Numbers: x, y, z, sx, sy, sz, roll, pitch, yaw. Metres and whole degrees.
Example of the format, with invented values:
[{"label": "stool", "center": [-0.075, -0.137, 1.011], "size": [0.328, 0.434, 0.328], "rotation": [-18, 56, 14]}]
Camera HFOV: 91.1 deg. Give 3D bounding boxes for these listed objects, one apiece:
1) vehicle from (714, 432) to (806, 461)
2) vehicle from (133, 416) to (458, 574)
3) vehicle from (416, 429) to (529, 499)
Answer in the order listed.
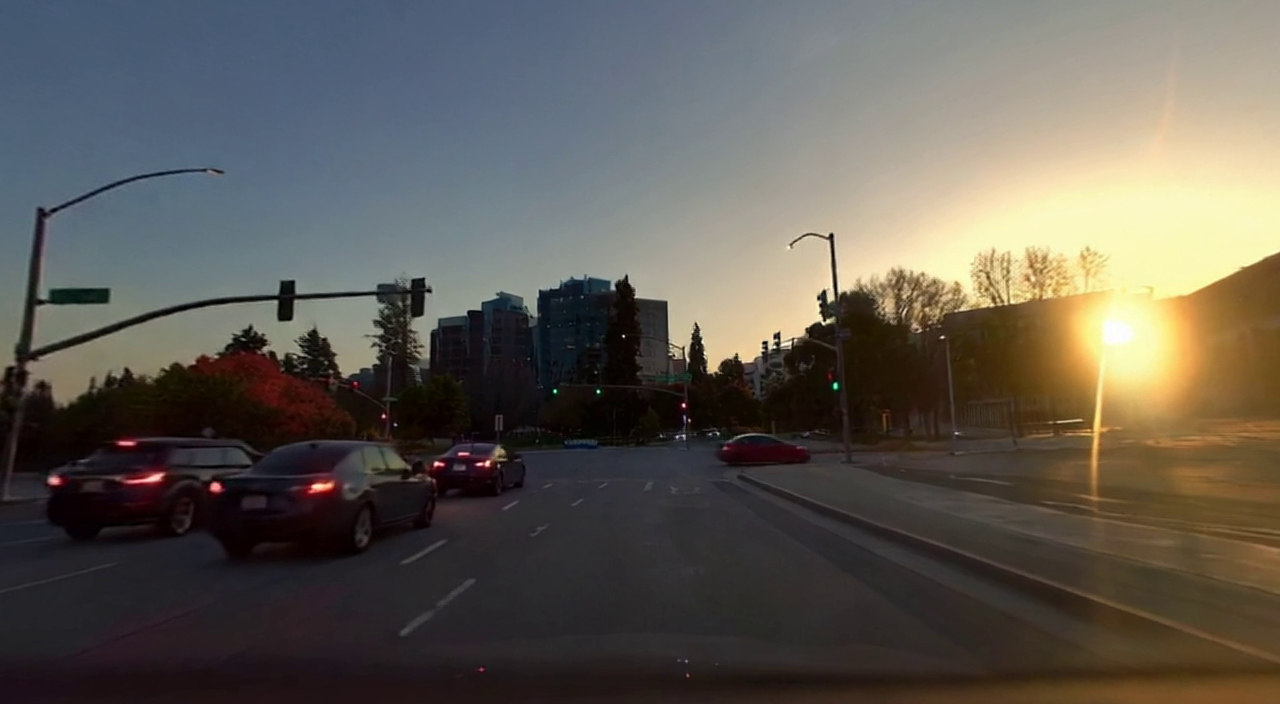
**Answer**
[{"label": "vehicle", "center": [6.615, 5.279, 35.045], "size": [4.767, 1.524, 1.929], "rotation": [0, -9, 0]}, {"label": "vehicle", "center": [-4.242, 1.829, 8.784], "size": [2.043, 1.636, 4.320], "rotation": [0, -9, 0]}, {"label": "vehicle", "center": [-4.637, 3.178, 18.182], "size": [1.971, 1.740, 4.654], "rotation": [0, -9, 0]}]
